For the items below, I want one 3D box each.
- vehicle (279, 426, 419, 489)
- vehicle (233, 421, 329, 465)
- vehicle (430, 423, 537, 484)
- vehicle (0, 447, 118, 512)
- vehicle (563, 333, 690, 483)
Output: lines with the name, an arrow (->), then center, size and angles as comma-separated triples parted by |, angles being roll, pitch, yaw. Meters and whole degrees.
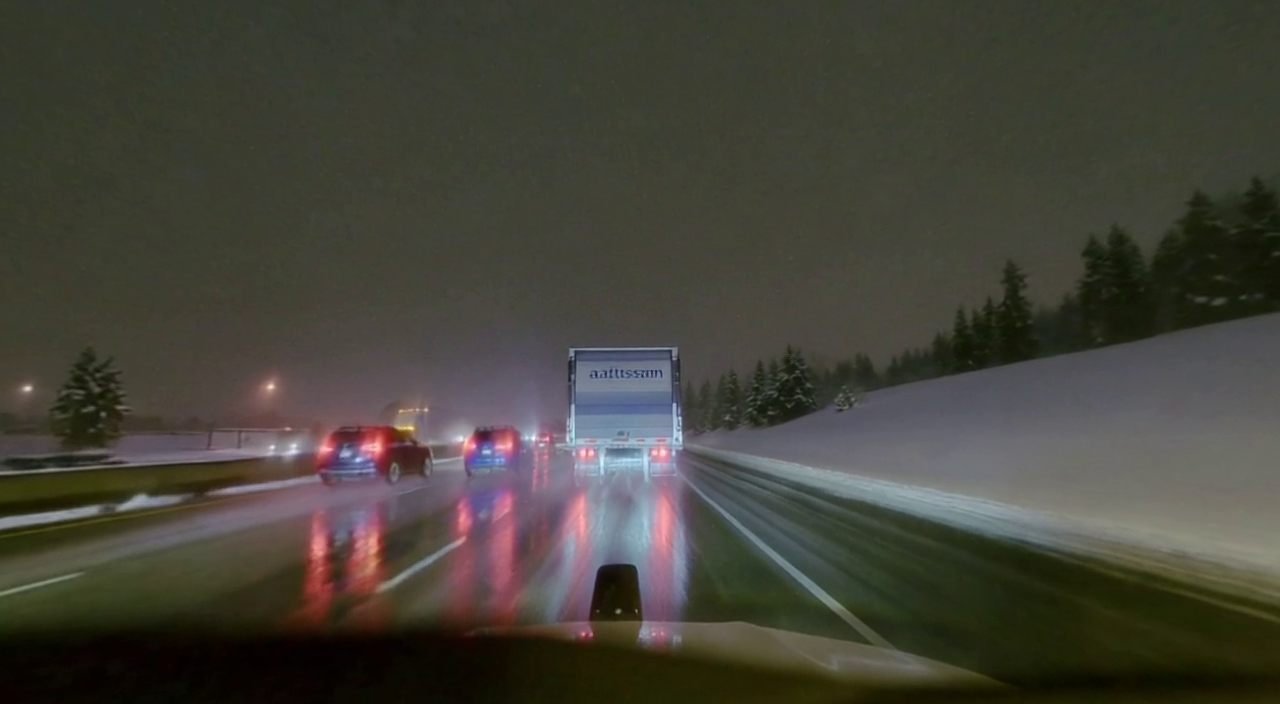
vehicle -> -8.069, 2.934, 17.977 | 1.944, 1.565, 4.383 | 0, -8, 0
vehicle -> -23.980, 6.100, 42.453 | 2.292, 2.693, 6.952 | 0, -8, 1
vehicle -> -4.679, 3.109, 19.678 | 2.052, 1.639, 4.894 | 0, -8, 1
vehicle -> -16.309, 3.238, 16.160 | 1.813, 1.497, 4.717 | 0, -8, -1
vehicle -> -0.467, 2.223, 22.635 | 3.442, 4.106, 10.719 | 0, -8, -1
